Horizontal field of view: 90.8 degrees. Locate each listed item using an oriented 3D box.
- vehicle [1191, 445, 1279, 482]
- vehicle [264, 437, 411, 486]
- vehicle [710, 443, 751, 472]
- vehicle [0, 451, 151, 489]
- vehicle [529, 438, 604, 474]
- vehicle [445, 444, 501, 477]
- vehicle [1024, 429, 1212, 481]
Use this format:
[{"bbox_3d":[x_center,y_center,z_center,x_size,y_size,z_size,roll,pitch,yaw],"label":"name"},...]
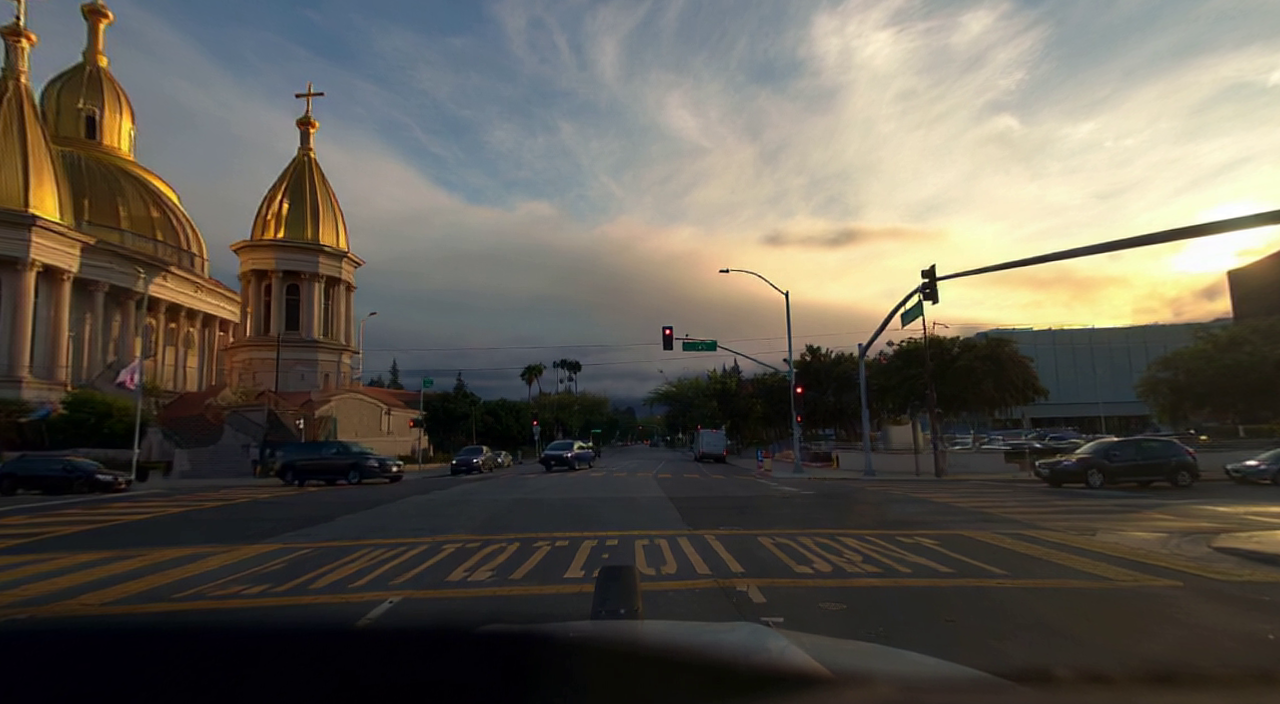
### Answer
[{"bbox_3d":[26.402,4.674,26.642,4.561,1.475,1.850,0,-8,0],"label":"vehicle"},{"bbox_3d":[-11.380,4.137,24.084,4.567,1.724,2.051,1,-9,-9],"label":"vehicle"},{"bbox_3d":[5.880,6.859,41.482,1.969,1.776,4.329,0,-8,-2],"label":"vehicle"},{"bbox_3d":[-23.338,4.877,26.245,4.479,1.476,1.873,0,-8,2],"label":"vehicle"},{"bbox_3d":[-3.649,5.298,32.402,2.223,1.692,4.688,-2,-9,15],"label":"vehicle"},{"bbox_3d":[-10.181,6.612,38.942,2.076,1.876,4.669,0,-8,1],"label":"vehicle"},{"bbox_3d":[19.897,4.315,26.553,5.852,2.057,2.361,0,-8,1],"label":"vehicle"}]
